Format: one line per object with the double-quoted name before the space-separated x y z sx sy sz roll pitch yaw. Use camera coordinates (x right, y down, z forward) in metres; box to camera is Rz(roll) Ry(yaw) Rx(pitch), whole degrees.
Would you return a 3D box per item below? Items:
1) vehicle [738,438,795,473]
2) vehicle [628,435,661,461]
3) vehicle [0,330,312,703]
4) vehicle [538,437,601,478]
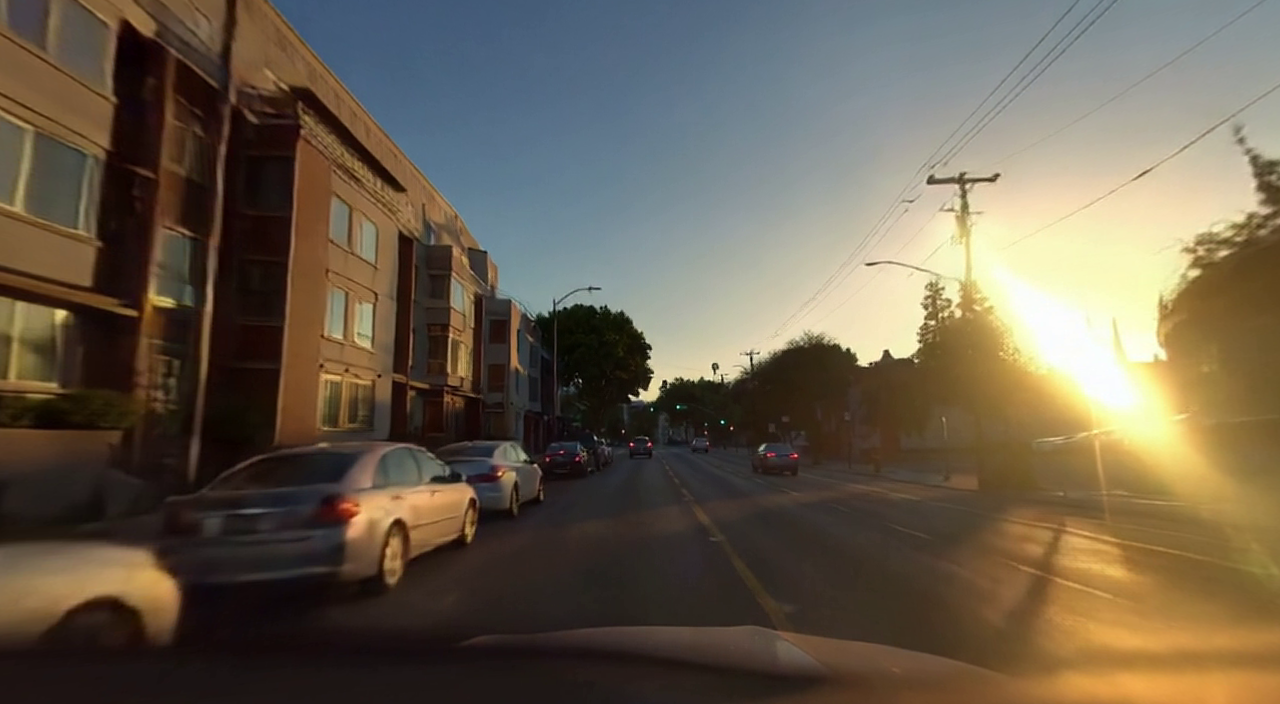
"vehicle" 5.637 4.647 28.429 1.799 1.463 3.464 0 -8 -1
"vehicle" 0.298 6.494 42.845 2.122 1.689 3.885 0 -8 1
"vehicle" -3.204 0.723 1.707 2.199 1.676 4.486 0 -8 0
"vehicle" -2.705 4.151 25.149 1.843 1.482 4.310 -1 -8 3
